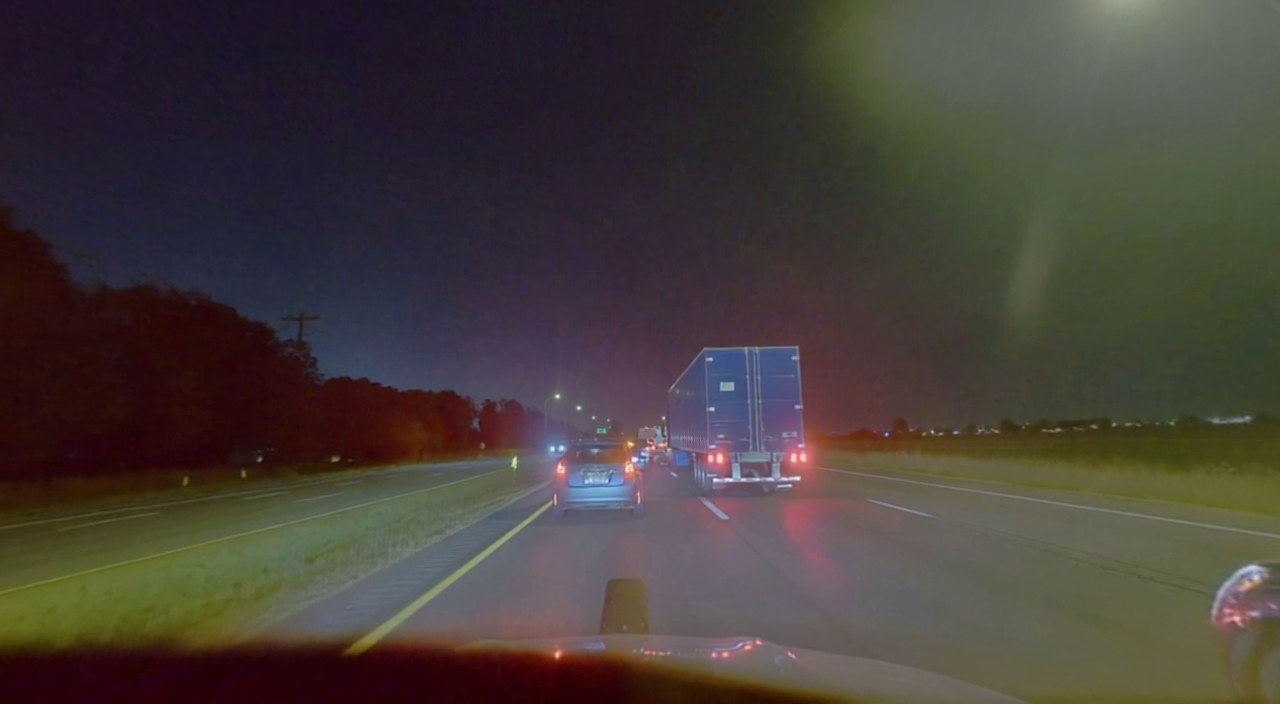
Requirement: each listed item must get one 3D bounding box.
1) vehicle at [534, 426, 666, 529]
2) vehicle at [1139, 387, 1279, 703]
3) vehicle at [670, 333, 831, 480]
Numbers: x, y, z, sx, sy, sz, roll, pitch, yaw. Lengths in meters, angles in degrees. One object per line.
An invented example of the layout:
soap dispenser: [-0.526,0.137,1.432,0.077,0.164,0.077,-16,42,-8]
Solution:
vehicle: [-0.638,2.218,11.696,2.009,1.554,4.013,0,-8,-1]
vehicle: [3.574,0.657,0.852,1.960,1.515,4.713,0,-8,1]
vehicle: [3.602,2.751,26.739,3.591,4.290,16.696,0,-8,-1]
